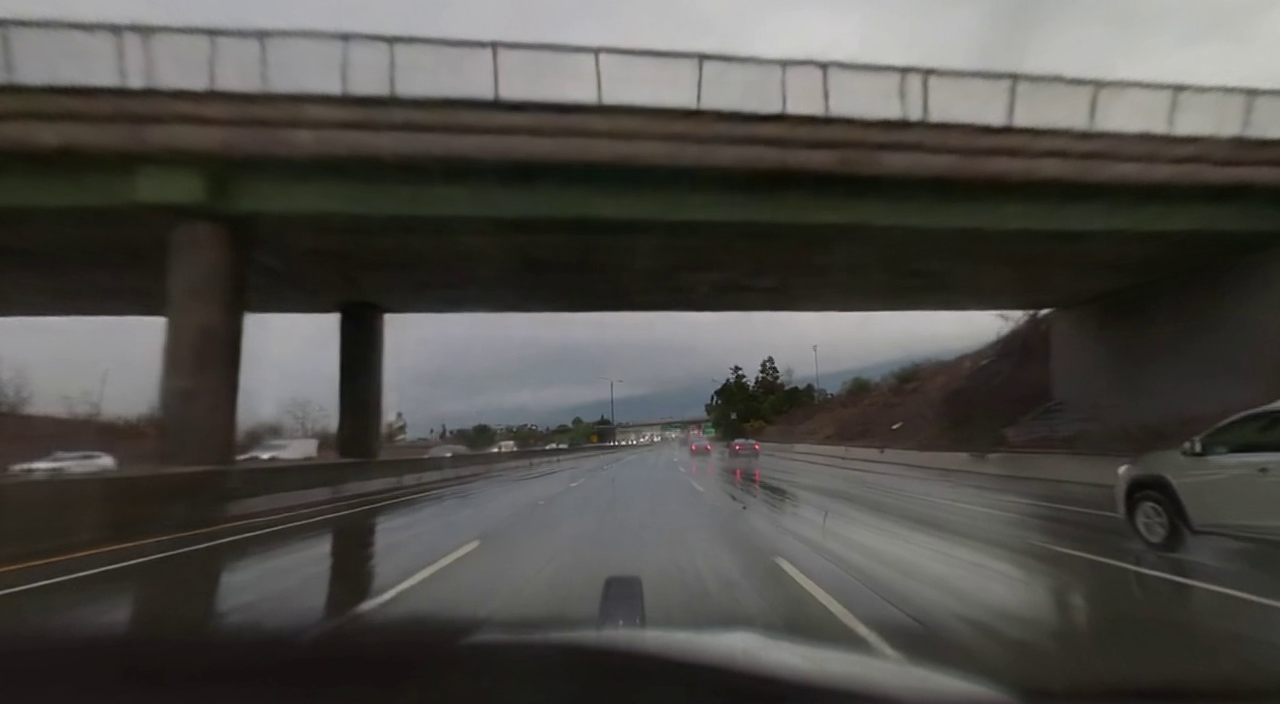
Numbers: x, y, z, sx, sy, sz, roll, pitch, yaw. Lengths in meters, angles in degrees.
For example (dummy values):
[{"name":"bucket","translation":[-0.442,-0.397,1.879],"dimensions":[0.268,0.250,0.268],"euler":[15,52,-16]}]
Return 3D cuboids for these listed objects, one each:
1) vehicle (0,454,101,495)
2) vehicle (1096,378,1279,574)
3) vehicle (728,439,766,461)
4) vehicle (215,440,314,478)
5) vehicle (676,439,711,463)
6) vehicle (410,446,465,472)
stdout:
[{"name":"vehicle","translation":[-28.168,5.650,29.429],"dimensions":[2.018,1.692,4.563],"euler":[-1,-9,1]},{"name":"vehicle","translation":[6.992,1.111,5.647],"dimensions":[2.087,1.806,4.946],"euler":[0,-9,0]},{"name":"vehicle","translation":[7.688,7.121,45.922],"dimensions":[1.989,1.529,4.375],"euler":[0,-9,0]},{"name":"vehicle","translation":[-27.967,7.940,47.510],"dimensions":[2.508,2.445,7.434],"euler":[1,-8,3]},{"name":"vehicle","translation":[3.452,6.535,41.653],"dimensions":[1.981,1.471,4.342],"euler":[-1,-9,1]},{"name":"vehicle","translation":[-14.098,7.445,44.232],"dimensions":[2.106,1.674,4.768],"euler":[-1,-9,2]}]
